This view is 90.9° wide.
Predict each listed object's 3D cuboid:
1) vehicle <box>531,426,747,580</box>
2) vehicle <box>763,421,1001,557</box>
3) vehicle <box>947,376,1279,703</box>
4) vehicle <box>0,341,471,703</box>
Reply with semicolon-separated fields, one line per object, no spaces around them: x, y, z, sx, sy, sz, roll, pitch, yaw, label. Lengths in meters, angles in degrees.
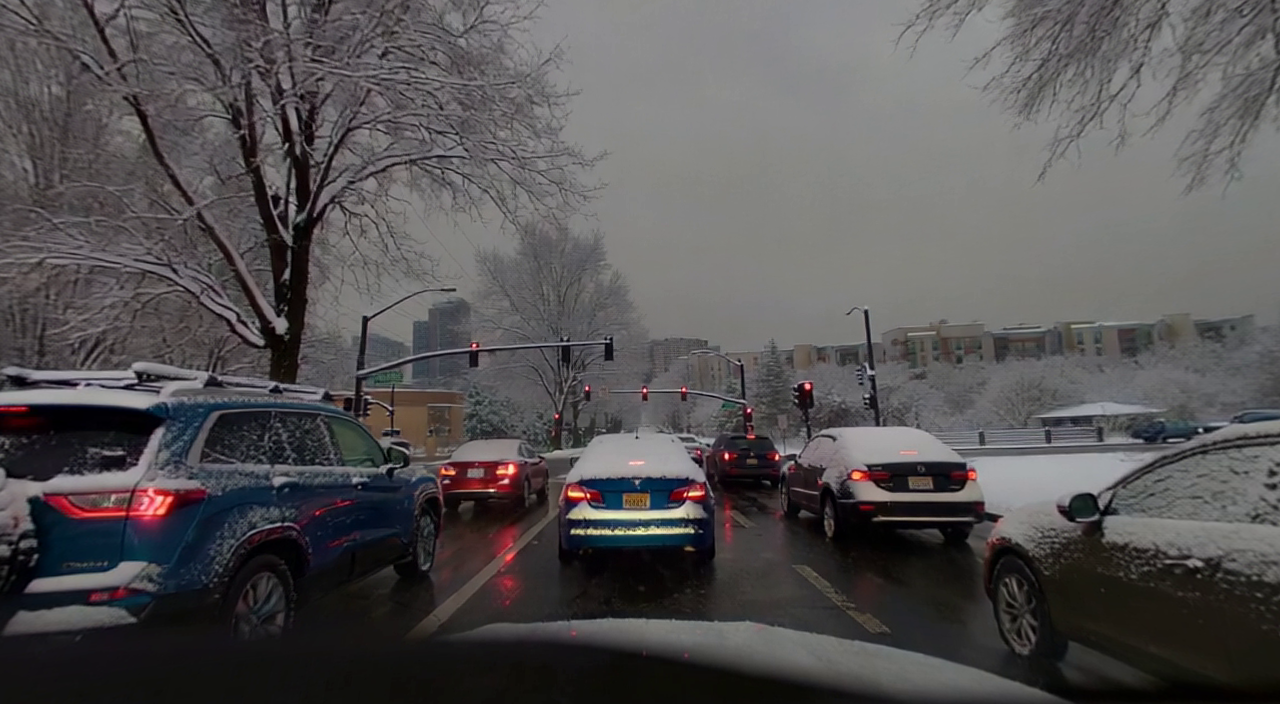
-0.036;1.803;8.323;2.147;1.507;3.953;0;-8;-1;vehicle
3.417;2.017;10.023;2.040;1.647;4.379;0;-9;0;vehicle
3.328;0.962;2.833;1.899;1.588;3.888;0;-9;0;vehicle
-3.142;1.165;5.067;2.168;1.750;4.625;-1;-9;1;vehicle
